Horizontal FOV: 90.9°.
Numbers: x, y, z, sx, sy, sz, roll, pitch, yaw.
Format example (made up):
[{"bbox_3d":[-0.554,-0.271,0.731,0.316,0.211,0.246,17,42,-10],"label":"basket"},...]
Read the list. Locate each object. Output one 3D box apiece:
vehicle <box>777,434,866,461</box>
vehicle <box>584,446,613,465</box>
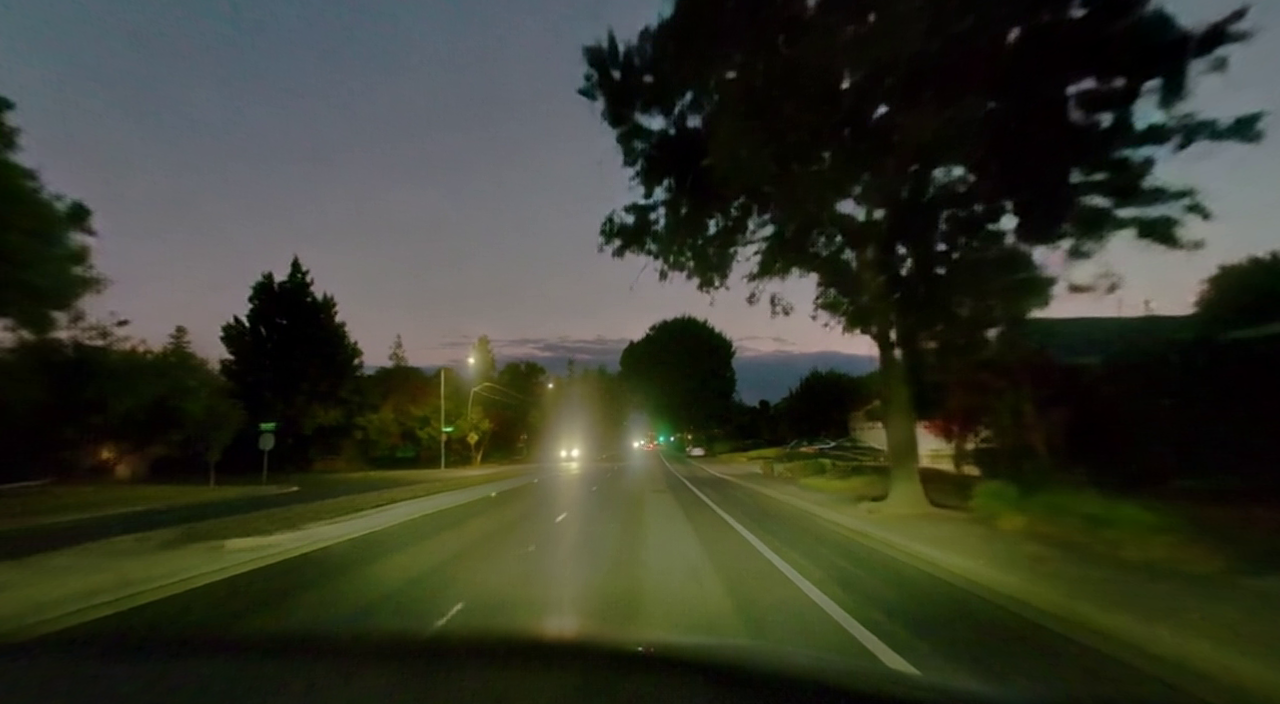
[{"bbox_3d":[10.653,5.647,37.174,4.606,1.525,1.932,0,-8,0],"label":"vehicle"},{"bbox_3d":[-3.173,7.945,48.671,1.973,1.400,3.915,0,-8,0],"label":"vehicle"}]
